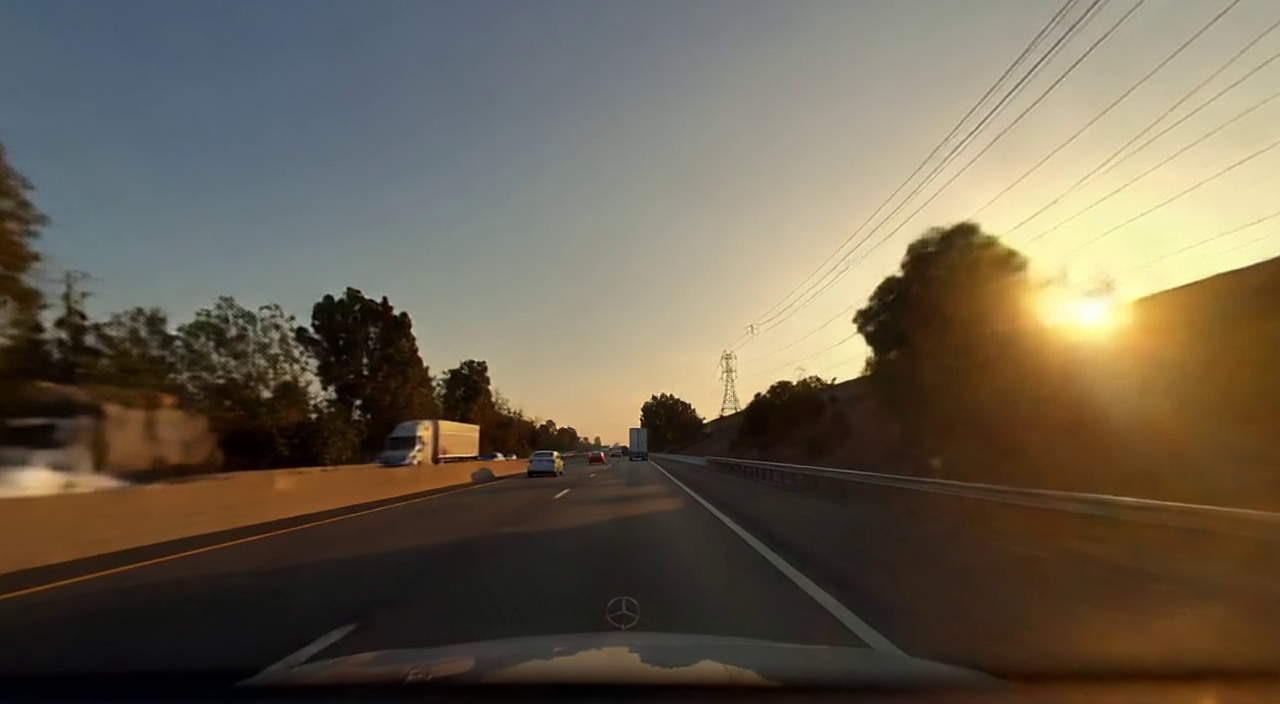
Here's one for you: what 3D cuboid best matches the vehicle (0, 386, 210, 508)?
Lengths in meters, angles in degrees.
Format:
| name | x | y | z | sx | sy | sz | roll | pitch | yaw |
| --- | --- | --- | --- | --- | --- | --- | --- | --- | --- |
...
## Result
| name | x | y | z | sx | sy | sz | roll | pitch | yaw |
| --- | --- | --- | --- | --- | --- | --- | --- | --- | --- |
| vehicle | -18.303 | 3.211 | 21.266 | 2.744 | 3.453 | 6.712 | 0 | -9 | 0 |

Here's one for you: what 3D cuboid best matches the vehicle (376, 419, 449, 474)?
| name | x | y | z | sx | sy | sz | roll | pitch | yaw |
| --- | --- | --- | --- | --- | --- | --- | --- | --- | --- |
| vehicle | -17.278 | 7.287 | 48.483 | 2.941 | 3.886 | 7.160 | 0 | -9 | -1 |

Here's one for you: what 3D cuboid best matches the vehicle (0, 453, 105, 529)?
| name | x | y | z | sx | sy | sz | roll | pitch | yaw |
| --- | --- | --- | --- | --- | --- | --- | --- | --- | --- |
| vehicle | -13.583 | 2.836 | 12.924 | 1.764 | 1.486 | 3.947 | 0 | -9 | 0 |

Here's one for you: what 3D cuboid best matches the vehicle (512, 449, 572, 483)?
| name | x | y | z | sx | sy | sz | roll | pitch | yaw |
| --- | --- | --- | --- | --- | --- | --- | --- | --- | --- |
| vehicle | -4.499 | 5.300 | 29.628 | 2.106 | 1.445 | 4.404 | 0 | -9 | 1 |
